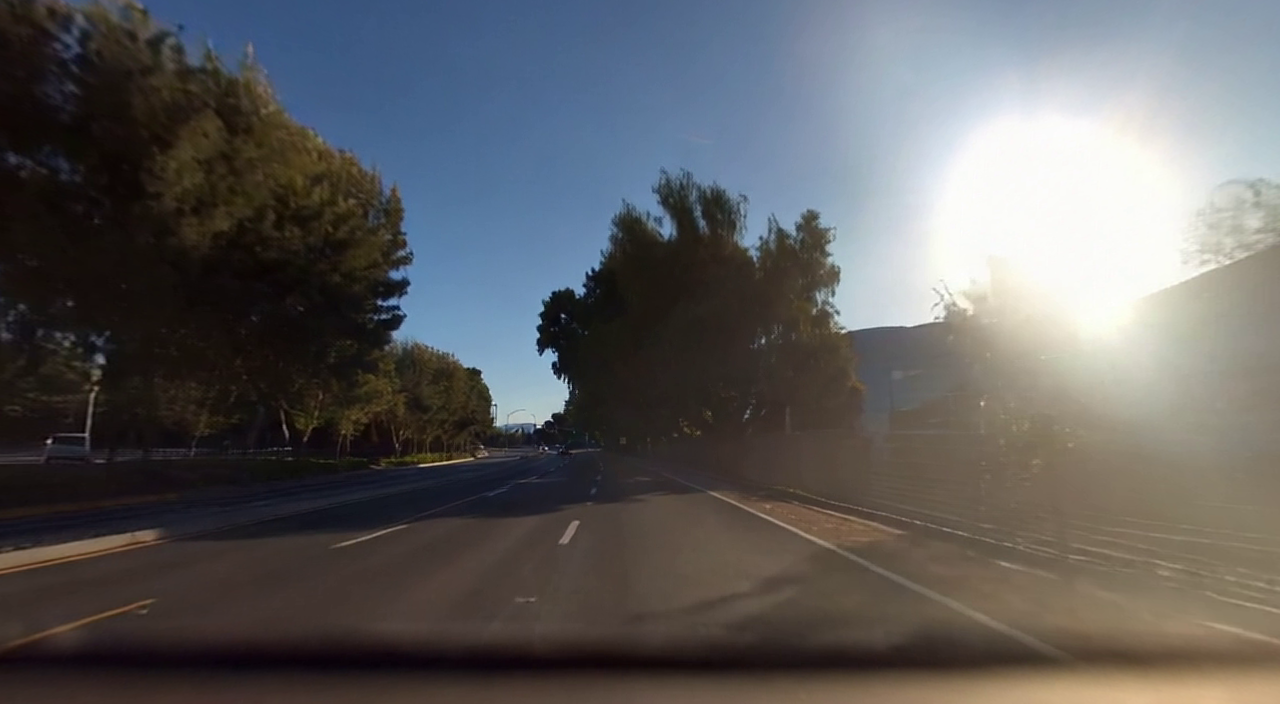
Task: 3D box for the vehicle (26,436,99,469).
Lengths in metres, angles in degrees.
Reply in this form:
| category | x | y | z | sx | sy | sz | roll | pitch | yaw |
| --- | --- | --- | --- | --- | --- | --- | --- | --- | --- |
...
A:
| category | x | y | z | sx | sy | sz | roll | pitch | yaw |
| --- | --- | --- | --- | --- | --- | --- | --- | --- | --- |
| vehicle | -28.104 | 4.869 | 30.473 | 3.733 | 1.499 | 1.704 | -7 | -11 | 35 |
